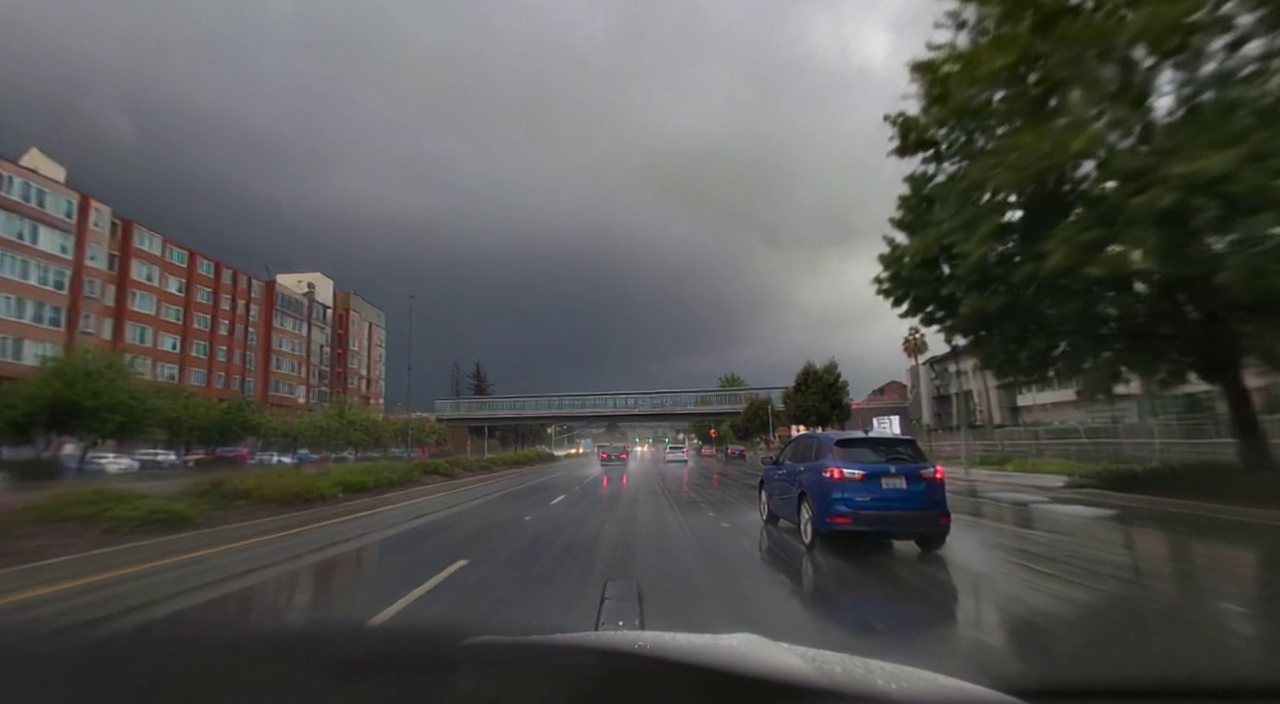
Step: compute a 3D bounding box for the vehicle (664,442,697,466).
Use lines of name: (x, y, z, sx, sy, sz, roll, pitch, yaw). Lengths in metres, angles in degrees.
vehicle: (3.025, 7.722, 47.957, 2.165, 1.708, 3.928, 0, -8, -2)

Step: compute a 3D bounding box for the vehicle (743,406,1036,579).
vehicle: (2.922, 1.774, 8.828, 2.130, 1.741, 4.665, 0, -8, -1)

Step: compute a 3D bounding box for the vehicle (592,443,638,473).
vehicle: (-1.291, 5.784, 34.765, 2.173, 1.498, 4.528, 0, -8, 2)
